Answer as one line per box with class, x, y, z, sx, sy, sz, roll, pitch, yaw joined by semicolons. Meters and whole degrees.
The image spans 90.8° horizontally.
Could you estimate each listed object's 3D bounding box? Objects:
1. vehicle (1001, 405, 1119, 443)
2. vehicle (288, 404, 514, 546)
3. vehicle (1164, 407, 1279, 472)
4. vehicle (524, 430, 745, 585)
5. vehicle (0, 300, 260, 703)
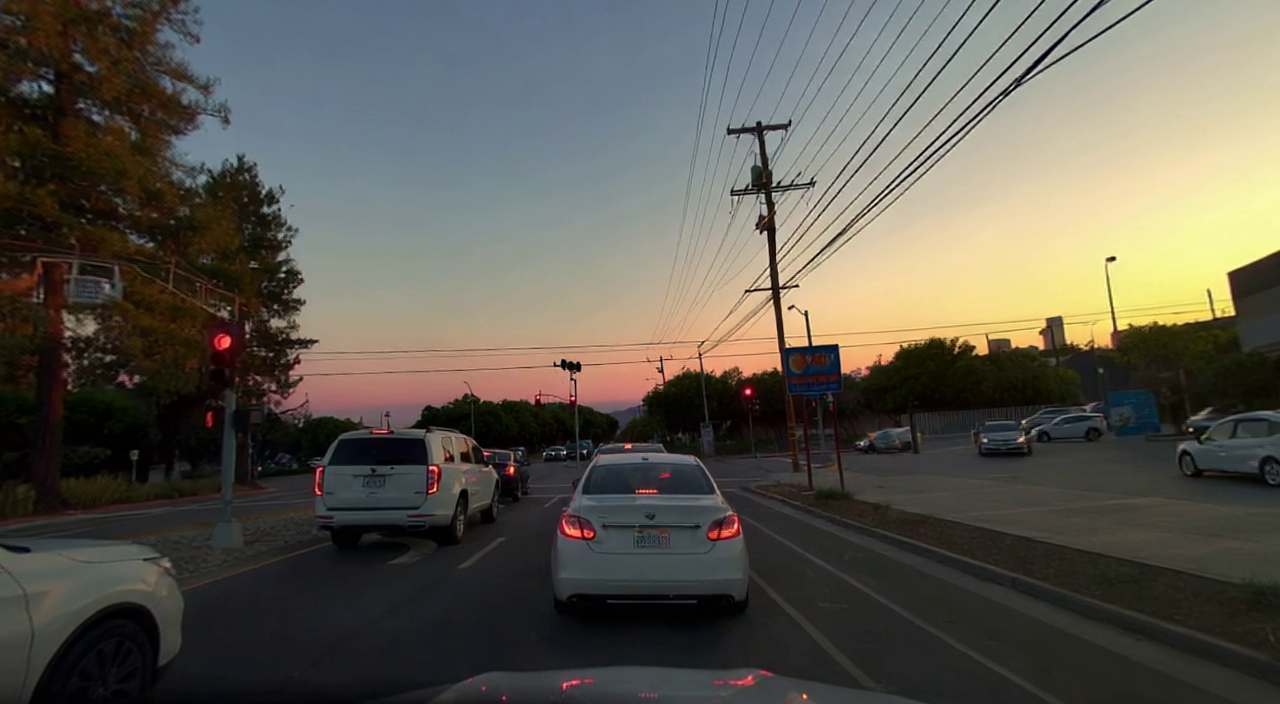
vehicle;26.833;4.643;40.518;5.782;2.286;2.223;-1;-9;4
vehicle;-3.847;2.087;11.371;2.147;1.963;4.927;0;-8;0
vehicle;17.018;2.549;18.285;1.858;1.622;4.491;-5;-10;28
vehicle;-0.099;1.801;8.146;2.121;1.474;3.968;0;-8;-1
vehicle;-3.588;0.633;1.533;2.085;1.943;5.053;0;-8;1
